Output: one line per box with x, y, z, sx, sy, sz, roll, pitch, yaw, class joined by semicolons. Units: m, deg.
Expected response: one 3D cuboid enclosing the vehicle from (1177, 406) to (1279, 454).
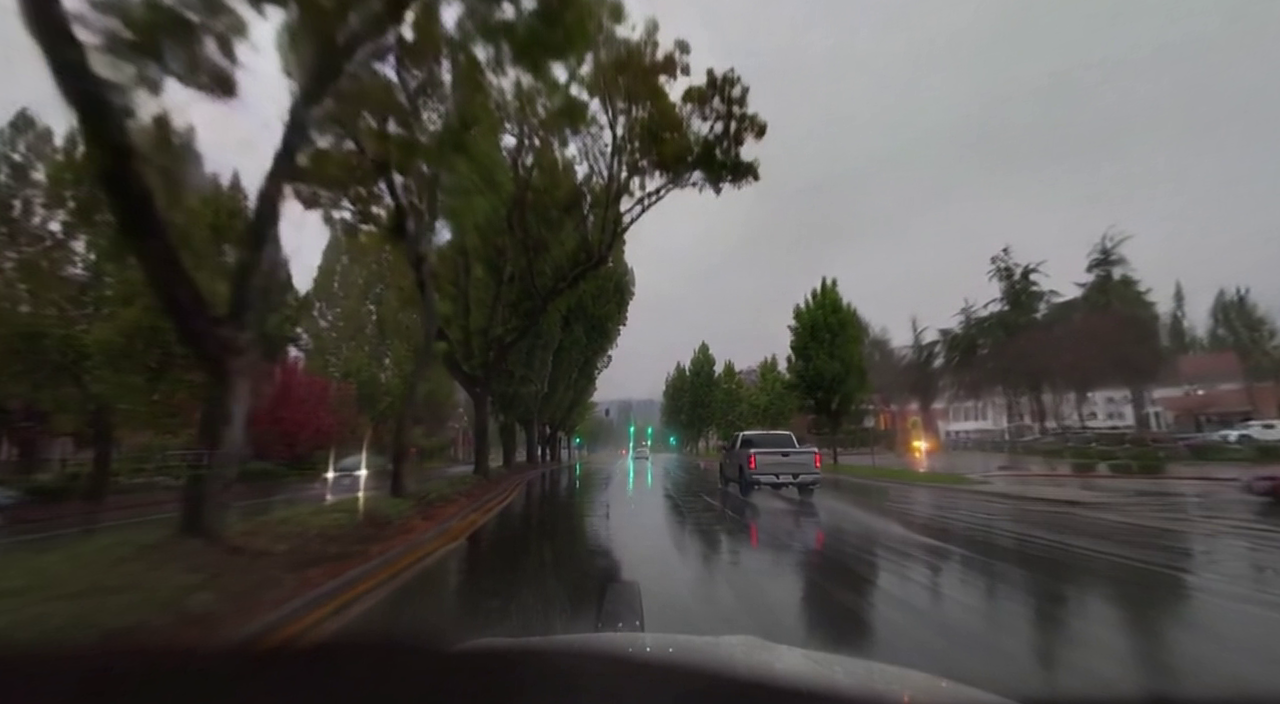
41.516;5.342;42.965;6.771;3.099;3.225;0;-9;0;vehicle

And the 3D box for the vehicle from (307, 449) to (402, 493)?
-12.865;5.335;28.860;2.126;1.800;4.925;0;-8;-2;vehicle

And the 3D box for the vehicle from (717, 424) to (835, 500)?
3.667;3.092;18.201;2.138;1.836;5.245;0;-8;-1;vehicle
